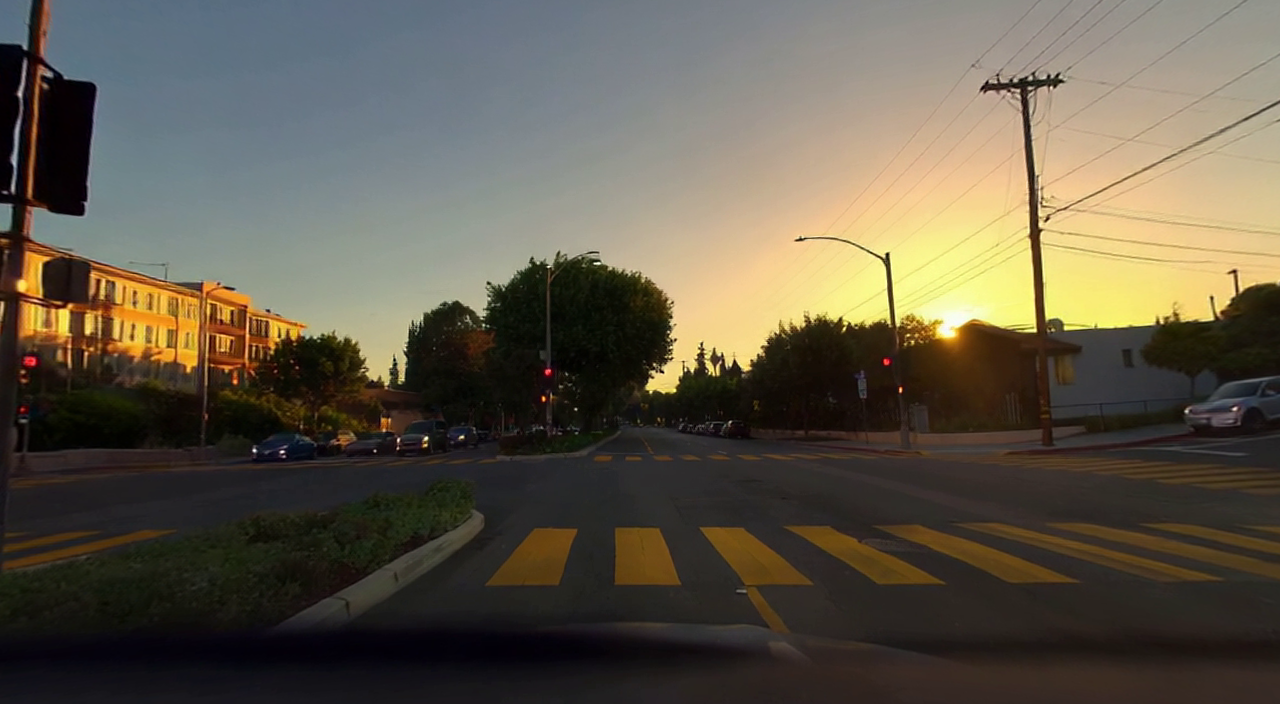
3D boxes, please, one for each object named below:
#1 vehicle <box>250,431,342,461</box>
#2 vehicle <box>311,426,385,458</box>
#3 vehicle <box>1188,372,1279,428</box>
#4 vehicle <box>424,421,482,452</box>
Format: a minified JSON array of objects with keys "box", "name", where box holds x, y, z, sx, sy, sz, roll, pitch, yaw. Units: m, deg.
[{"box":[-18.057,4.977,33.518,1.939,1.430,5.533,0,-8,-2],"name":"vehicle"},{"box":[-18.257,5.682,39.848,2.225,1.871,5.189,0,-8,0],"name":"vehicle"},{"box":[22.365,1.629,22.228,4.531,1.753,1.964,-2,-2,-5],"name":"vehicle"},{"box":[-11.730,5.377,39.946,2.118,1.809,4.591,0,-8,2],"name":"vehicle"}]
